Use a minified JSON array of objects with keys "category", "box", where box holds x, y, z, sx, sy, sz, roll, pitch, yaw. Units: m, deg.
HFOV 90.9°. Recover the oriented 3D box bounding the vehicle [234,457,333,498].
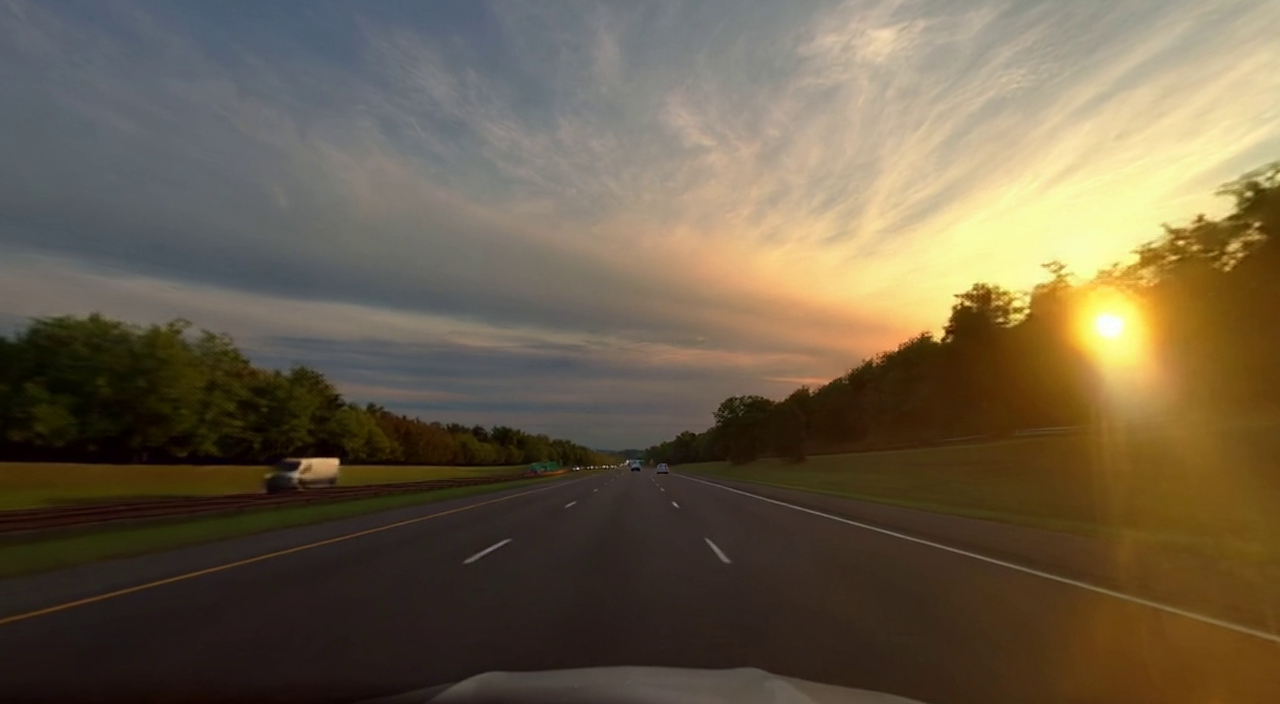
[{"category":"vehicle","box":[-18.047,6.385,32.234,2.067,1.886,4.920,1,-10,1]}]
